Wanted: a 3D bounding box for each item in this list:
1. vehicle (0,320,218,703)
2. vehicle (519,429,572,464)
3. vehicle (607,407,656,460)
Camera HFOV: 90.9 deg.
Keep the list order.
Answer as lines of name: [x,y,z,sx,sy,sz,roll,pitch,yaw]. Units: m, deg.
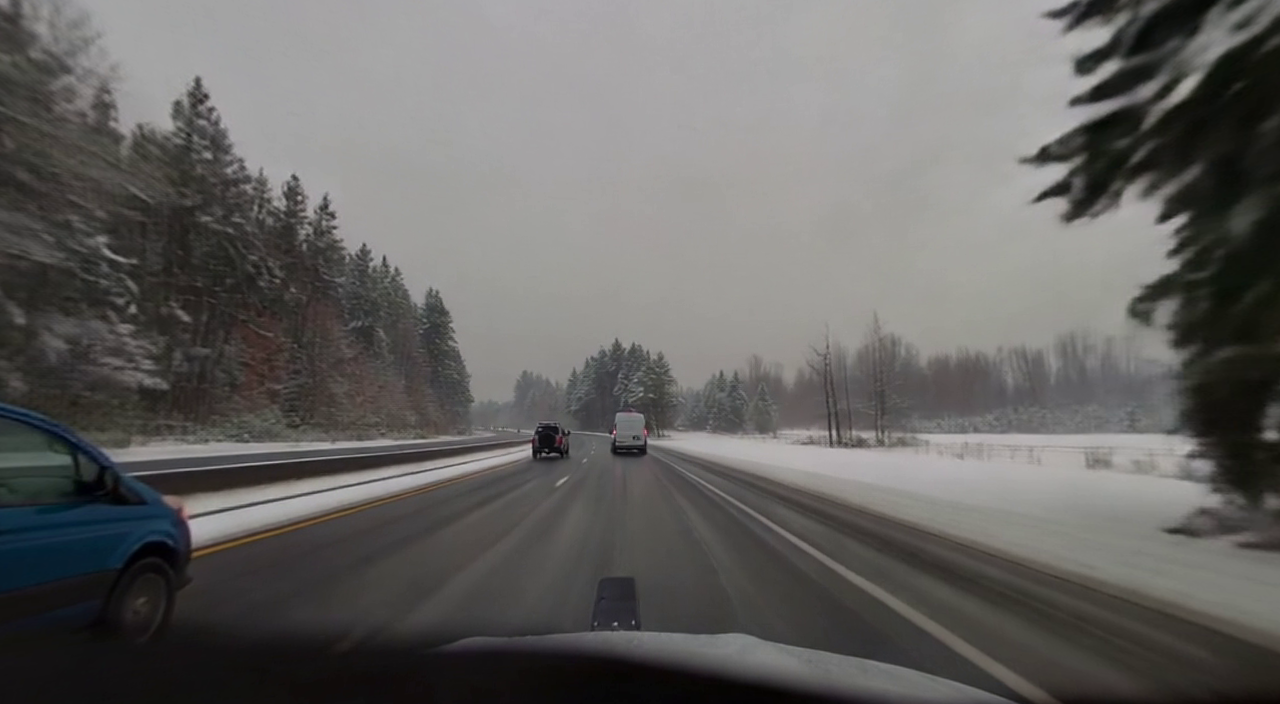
vehicle: [-3.811,0.603,1.721,2.069,1.751,4.720,0,-8,-1]
vehicle: [-4.725,4.782,32.012,2.110,1.636,4.453,0,-8,-1]
vehicle: [-0.628,4.884,37.546,2.647,2.896,6.480,0,-8,-3]
